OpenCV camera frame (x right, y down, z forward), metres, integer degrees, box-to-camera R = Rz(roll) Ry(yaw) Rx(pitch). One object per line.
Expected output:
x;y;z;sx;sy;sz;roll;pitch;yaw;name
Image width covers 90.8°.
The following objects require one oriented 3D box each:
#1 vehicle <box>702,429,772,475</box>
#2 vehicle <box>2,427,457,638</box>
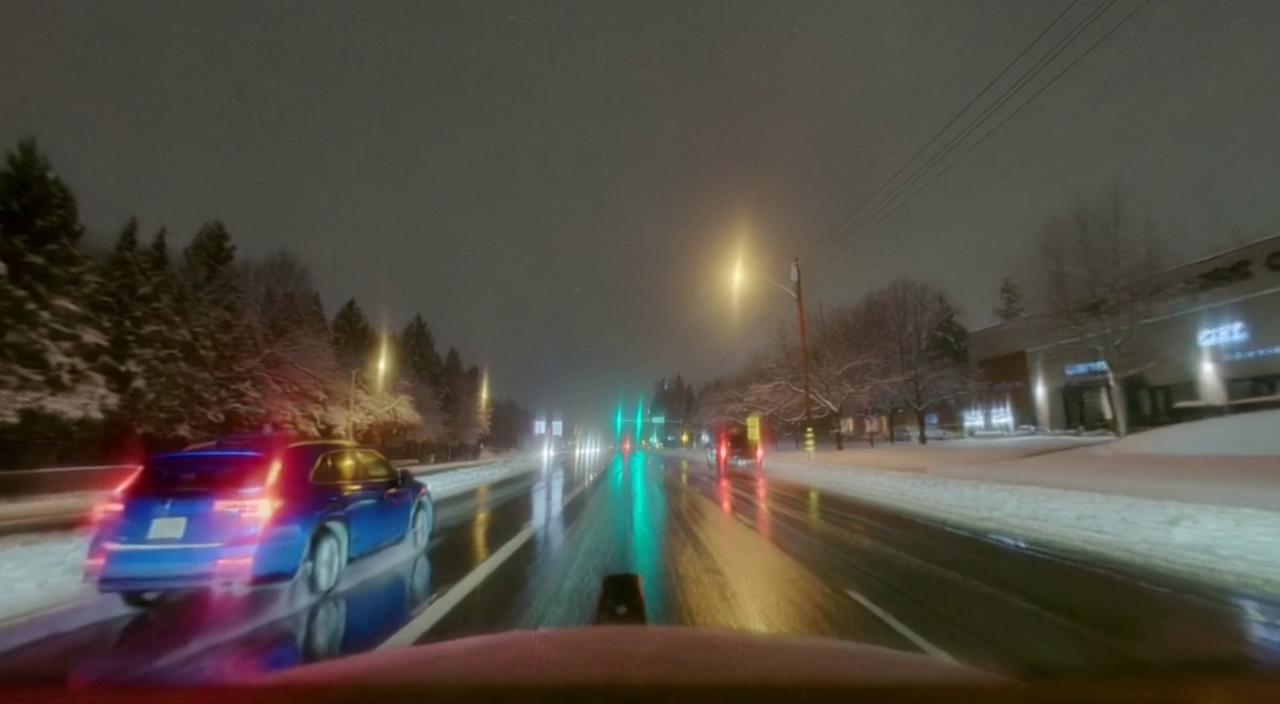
4.552;4.828;30.788;2.476;2.016;5.586;0;-8;0;vehicle
-3.550;1.601;6.708;2.017;1.470;4.293;0;-8;-1;vehicle
